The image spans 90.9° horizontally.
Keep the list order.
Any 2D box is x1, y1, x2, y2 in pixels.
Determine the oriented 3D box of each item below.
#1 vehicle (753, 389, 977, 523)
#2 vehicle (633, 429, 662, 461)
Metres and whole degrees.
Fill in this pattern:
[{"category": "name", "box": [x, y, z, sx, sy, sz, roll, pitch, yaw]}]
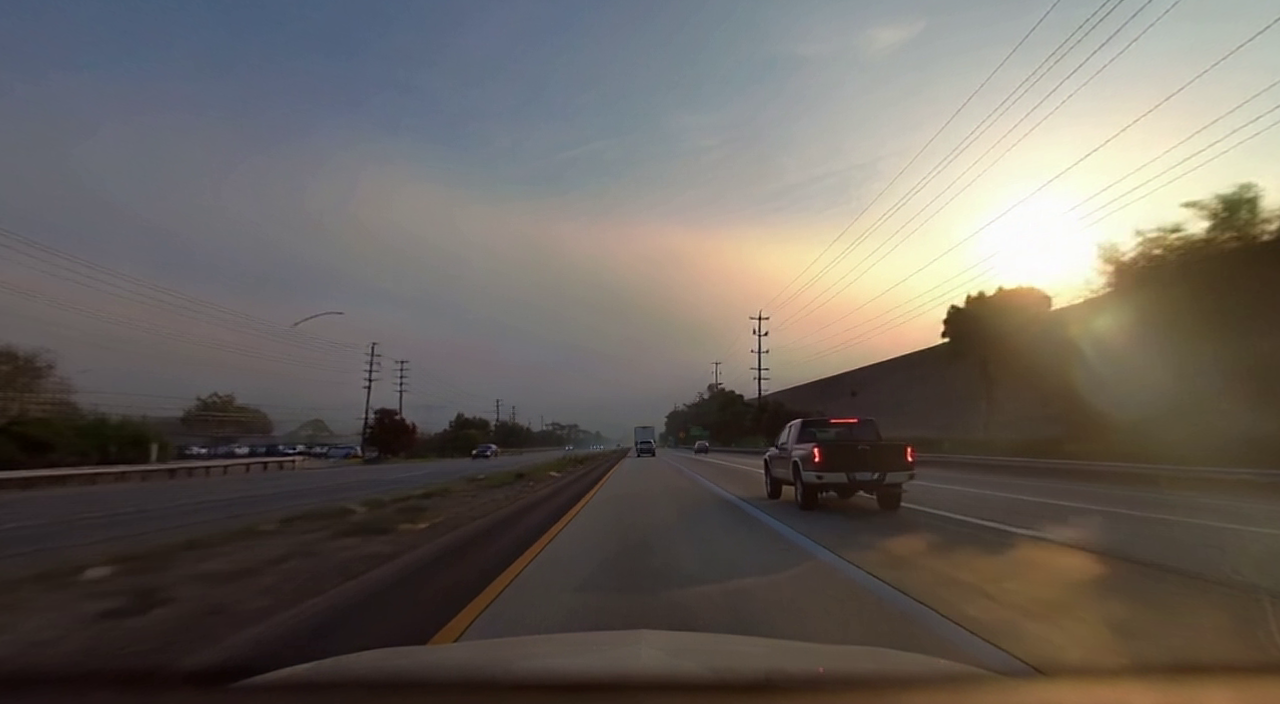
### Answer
[{"category": "vehicle", "box": [4.180, 2.127, 13.185, 2.594, 2.155, 5.670, -1, -9, 0]}, {"category": "vehicle", "box": [0.540, 7.085, 47.945, 2.099, 2.260, 4.899, 0, -9, 0]}]
